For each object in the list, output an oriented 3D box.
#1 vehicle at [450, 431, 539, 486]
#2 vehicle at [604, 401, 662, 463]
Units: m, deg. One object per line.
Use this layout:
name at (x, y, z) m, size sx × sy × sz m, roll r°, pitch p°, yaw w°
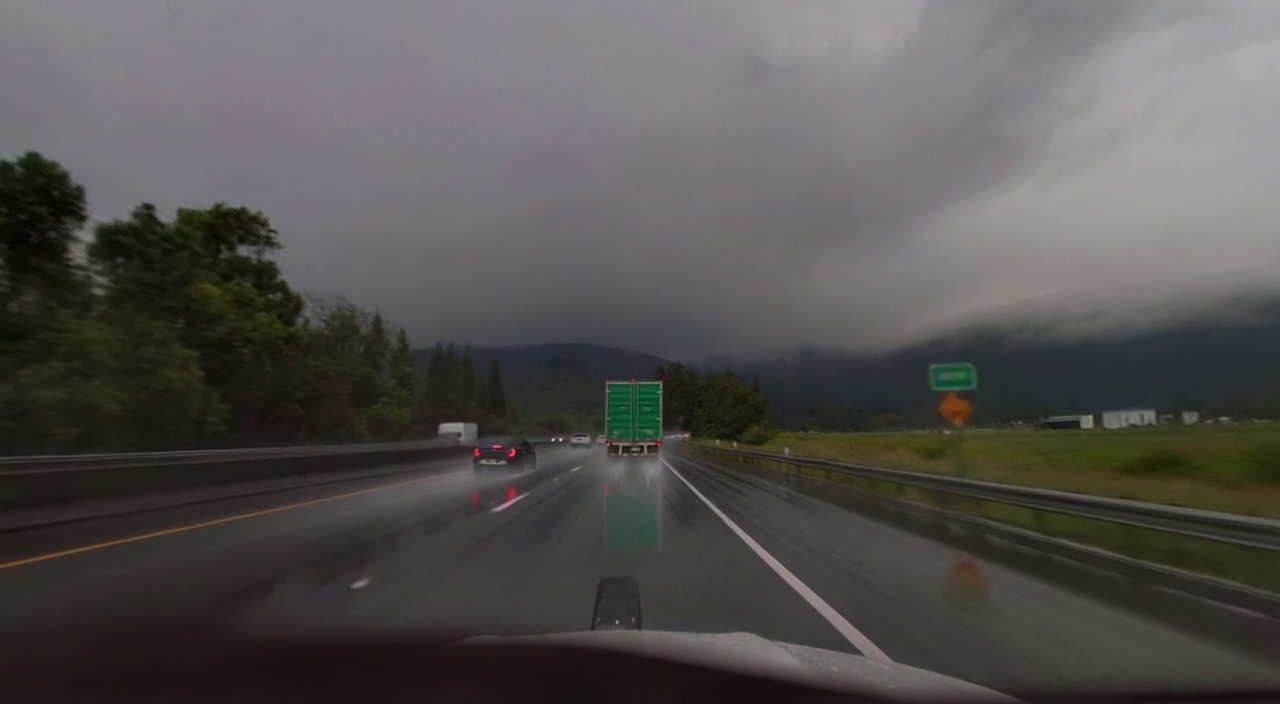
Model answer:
vehicle at (-4.435, 3.289, 19.826) m, size 1.909 × 1.520 × 3.897 m, roll 0°, pitch -8°, yaw 0°
vehicle at (-0.272, 3.283, 25.964) m, size 2.319 × 2.461 × 1.270 m, roll 0°, pitch -8°, yaw 0°
